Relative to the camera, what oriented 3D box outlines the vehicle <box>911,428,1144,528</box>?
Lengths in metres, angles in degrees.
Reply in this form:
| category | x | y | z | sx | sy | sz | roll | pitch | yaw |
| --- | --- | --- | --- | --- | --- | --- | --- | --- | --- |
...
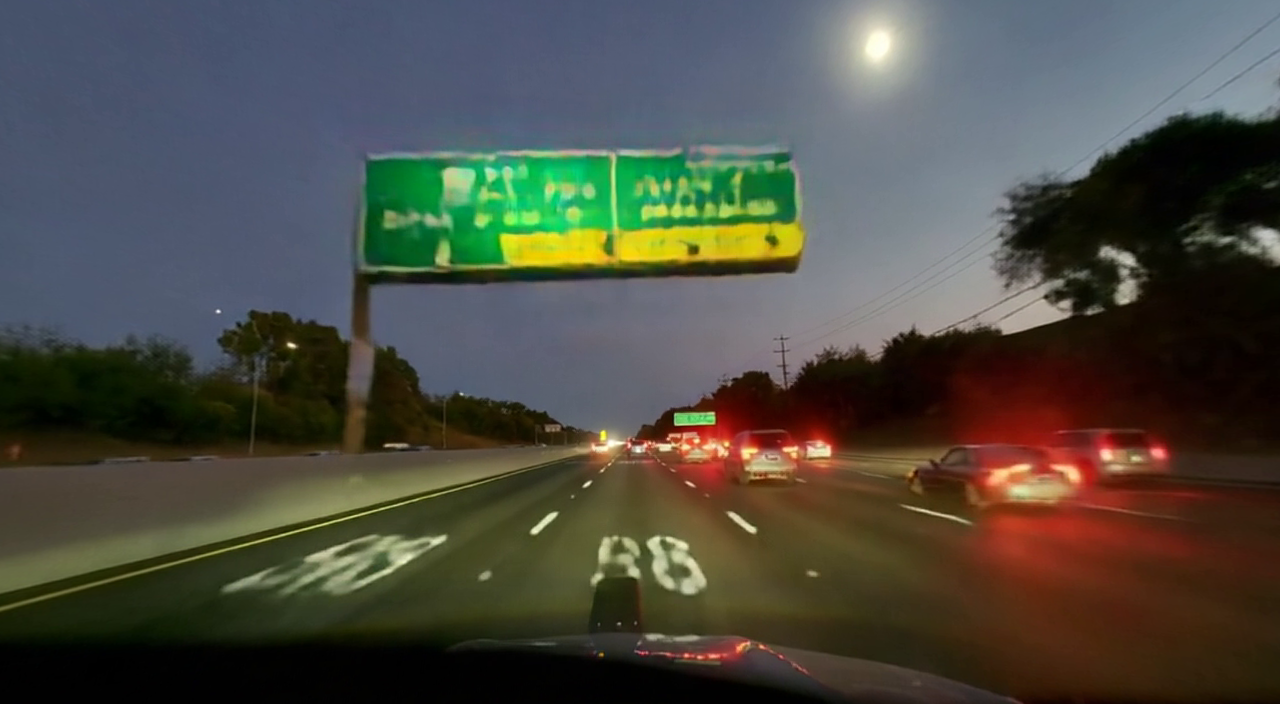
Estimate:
| category | x | y | z | sx | sy | sz | roll | pitch | yaw |
| --- | --- | --- | --- | --- | --- | --- | --- | --- | --- |
| vehicle | 6.848 | 2.233 | 11.699 | 1.836 | 1.527 | 3.783 | 0 | -8 | -1 |

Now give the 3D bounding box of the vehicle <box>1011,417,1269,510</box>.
| category | x | y | z | sx | sy | sz | roll | pitch | yaw |
| --- | --- | --- | --- | --- | --- | --- | --- | --- | --- |
| vehicle | 10.726 | 2.421 | 14.112 | 1.925 | 1.708 | 4.643 | 0 | -8 | 0 |

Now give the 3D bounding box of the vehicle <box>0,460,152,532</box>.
| category | x | y | z | sx | sy | sz | roll | pitch | yaw |
| --- | --- | --- | --- | --- | --- | --- | --- | --- | --- |
| vehicle | -15.260 | 3.580 | 16.074 | 1.878 | 1.486 | 4.580 | 0 | -8 | 0 |

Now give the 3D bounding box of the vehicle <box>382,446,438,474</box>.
| category | x | y | z | sx | sy | sz | roll | pitch | yaw |
| --- | --- | --- | --- | --- | --- | --- | --- | --- | --- |
| vehicle | -15.557 | 7.311 | 42.845 | 1.944 | 1.747 | 4.657 | 0 | -8 | 1 |

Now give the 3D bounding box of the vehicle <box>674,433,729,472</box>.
| category | x | y | z | sx | sy | sz | roll | pitch | yaw |
| --- | --- | --- | --- | --- | --- | --- | --- | --- | --- |
| vehicle | 3.017 | 5.054 | 31.871 | 2.152 | 1.821 | 4.853 | 0 | -8 | -2 |

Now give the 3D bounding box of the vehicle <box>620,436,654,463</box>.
| category | x | y | z | sx | sy | sz | roll | pitch | yaw |
| --- | --- | --- | --- | --- | --- | --- | --- | --- | --- |
| vehicle | -0.252 | 7.015 | 45.355 | 2.314 | 1.796 | 4.254 | 0 | -8 | -1 |

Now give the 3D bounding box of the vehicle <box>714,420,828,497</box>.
| category | x | y | z | sx | sy | sz | roll | pitch | yaw |
| --- | --- | --- | --- | --- | --- | --- | --- | --- | --- |
| vehicle | 3.507 | 2.971 | 17.900 | 2.095 | 1.886 | 4.727 | 0 | -8 | -2 |

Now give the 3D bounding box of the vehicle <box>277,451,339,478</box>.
| category | x | y | z | sx | sy | sz | roll | pitch | yaw |
| --- | --- | --- | --- | --- | --- | --- | --- | --- | --- |
| vehicle | -23.015 | 7.799 | 43.843 | 1.912 | 1.694 | 4.479 | 0 | -8 | -1 |
